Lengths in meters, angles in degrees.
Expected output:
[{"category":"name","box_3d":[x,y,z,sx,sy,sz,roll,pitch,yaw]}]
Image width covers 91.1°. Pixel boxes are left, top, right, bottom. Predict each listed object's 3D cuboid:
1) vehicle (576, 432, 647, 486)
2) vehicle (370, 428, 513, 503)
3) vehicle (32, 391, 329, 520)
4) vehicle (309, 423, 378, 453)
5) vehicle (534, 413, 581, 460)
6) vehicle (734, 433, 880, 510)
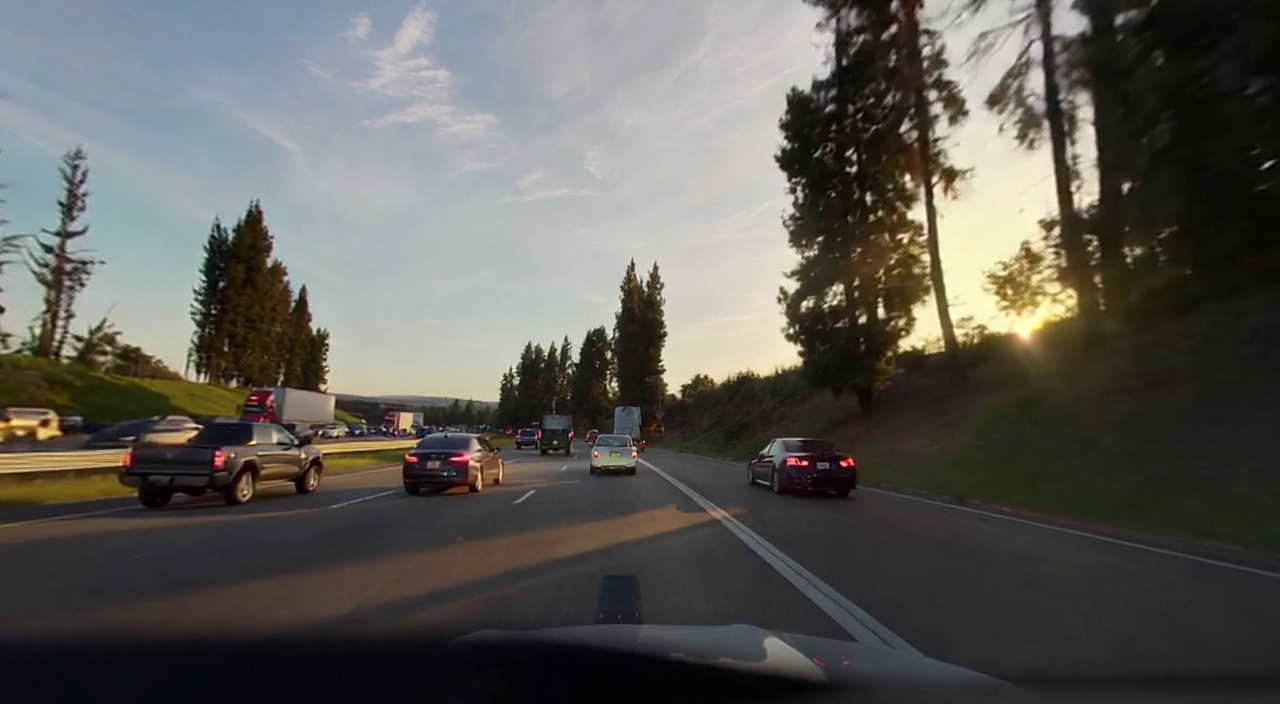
[{"category":"vehicle","box_3d":[-0.859,3.257,19.506,1.980,1.478,3.758,0,-8,-2]},{"category":"vehicle","box_3d":[-4.475,2.610,14.992,2.046,1.493,4.384,0,-8,-1]},{"category":"vehicle","box_3d":[-8.181,1.892,11.977,2.158,1.943,4.662,0,-8,-1]},{"category":"vehicle","box_3d":[-16.024,4.676,34.251,1.831,1.512,4.273,0,-8,-2]},{"category":"vehicle","box_3d":[-4.972,5.218,38.685,2.303,2.610,6.579,0,-8,-3]},{"category":"vehicle","box_3d":[3.583,2.620,14.467,1.981,1.474,4.396,0,-8,-2]}]
